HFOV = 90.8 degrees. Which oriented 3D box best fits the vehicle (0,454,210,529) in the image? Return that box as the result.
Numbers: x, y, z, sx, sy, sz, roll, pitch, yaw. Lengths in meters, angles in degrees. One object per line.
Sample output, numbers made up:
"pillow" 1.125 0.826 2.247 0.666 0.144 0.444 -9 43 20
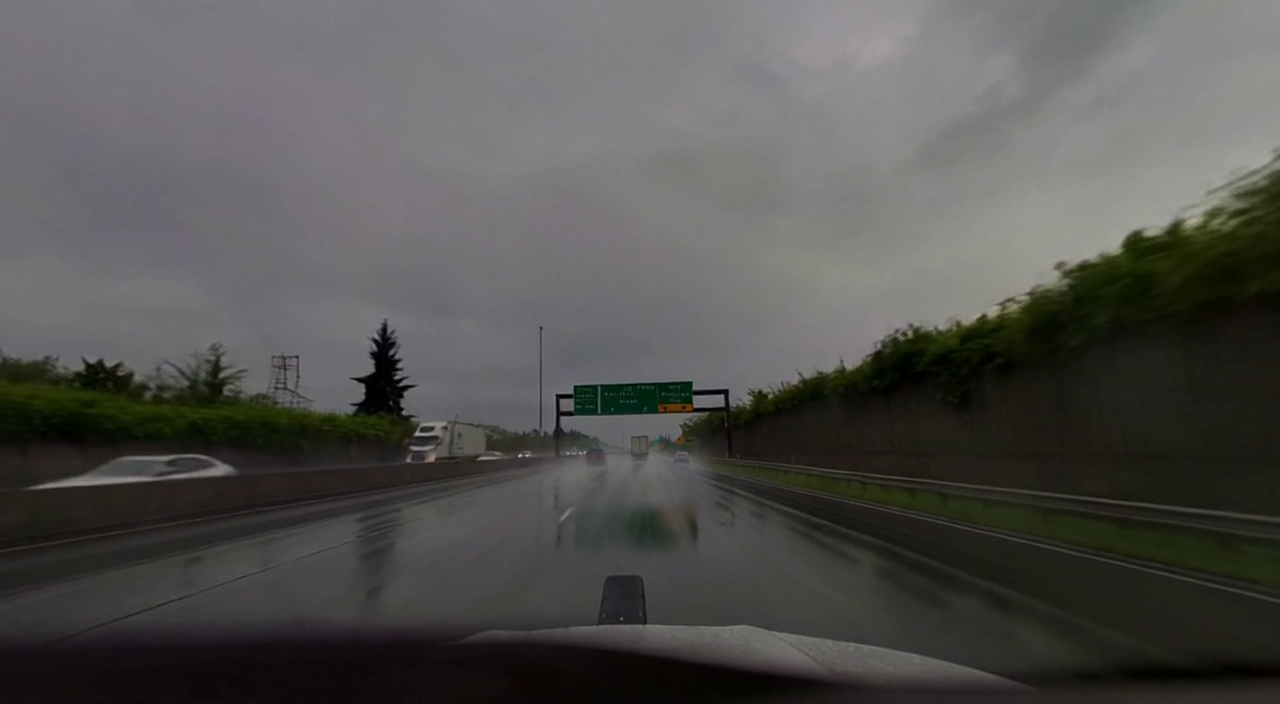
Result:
"vehicle" -12.406 3.116 14.663 1.781 1.426 4.265 0 -9 0
